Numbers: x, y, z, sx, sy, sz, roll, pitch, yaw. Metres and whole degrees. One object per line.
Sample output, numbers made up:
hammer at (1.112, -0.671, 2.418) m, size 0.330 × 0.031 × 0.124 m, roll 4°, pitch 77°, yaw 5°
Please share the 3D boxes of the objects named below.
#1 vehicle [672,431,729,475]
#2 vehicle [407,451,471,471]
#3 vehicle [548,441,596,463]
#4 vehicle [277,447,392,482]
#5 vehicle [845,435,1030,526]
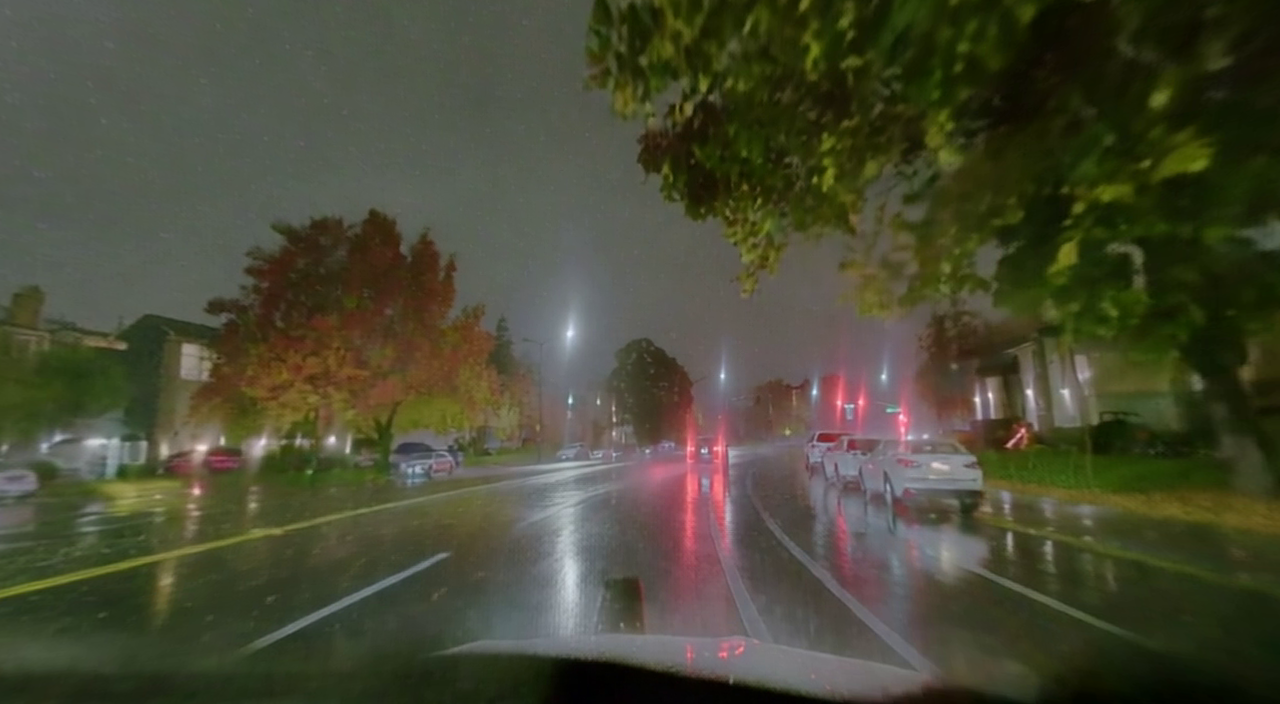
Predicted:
vehicle at (2.645, 4.213, 26.655) m, size 1.852 × 1.680 × 4.488 m, roll -2°, pitch -9°, yaw 12°
vehicle at (-14.810, 7.999, 46.539) m, size 4.195 × 1.400 × 1.726 m, roll -2°, pitch -9°, yaw 14°
vehicle at (-5.098, 7.599, 48.195) m, size 1.918 × 1.508 × 4.353 m, roll -3°, pitch -8°, yaw 19°
vehicle at (-18.360, 6.773, 38.103) m, size 5.953 × 1.868 × 2.049 m, roll 0°, pitch -10°, yaw 9°
vehicle at (5.601, 2.437, 12.649) m, size 1.940 × 1.456 × 4.502 m, roll -1°, pitch -8°, yaw 6°
